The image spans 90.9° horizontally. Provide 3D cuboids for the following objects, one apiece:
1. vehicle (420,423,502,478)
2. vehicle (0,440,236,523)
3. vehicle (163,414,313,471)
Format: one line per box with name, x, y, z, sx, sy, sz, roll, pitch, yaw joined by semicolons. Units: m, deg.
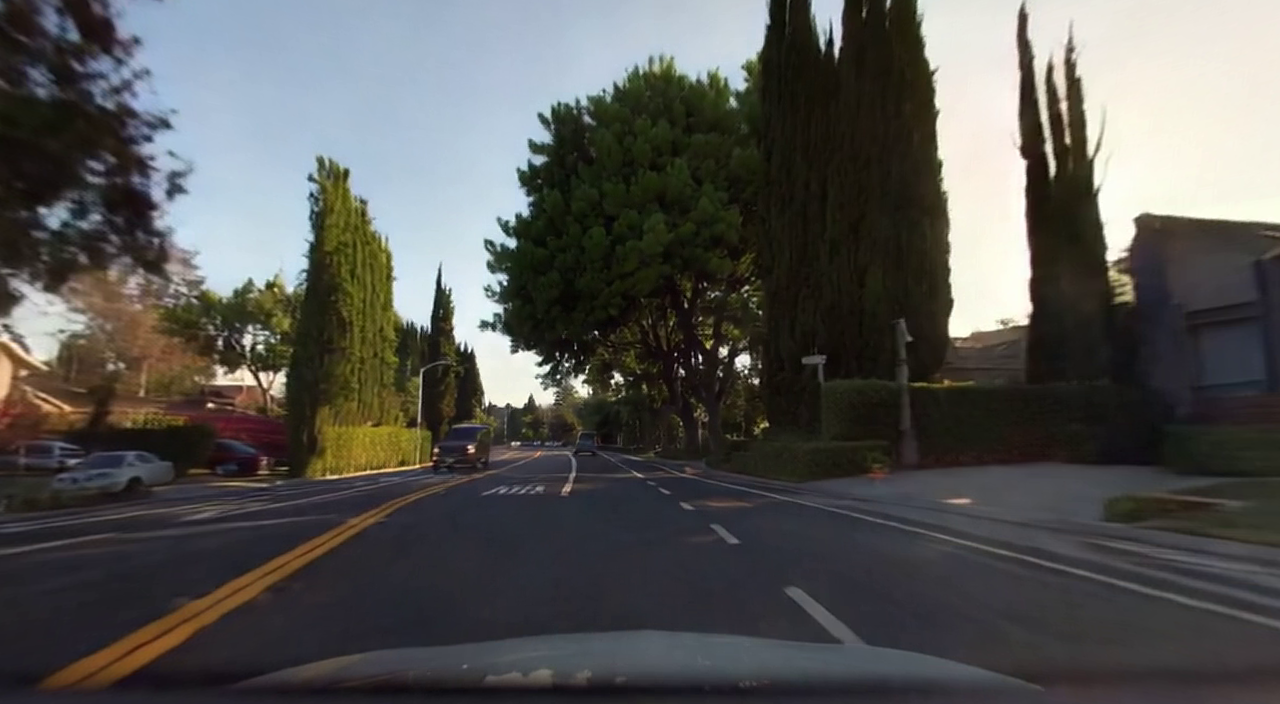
vehicle;-7.332;4.100;26.368;2.281;2.069;4.797;1;-8;-4
vehicle;-12.028;2.944;14.954;1.881;1.655;4.177;0;-8;3
vehicle;-20.757;4.705;32.690;6.474;2.781;2.364;-1;-9;10
